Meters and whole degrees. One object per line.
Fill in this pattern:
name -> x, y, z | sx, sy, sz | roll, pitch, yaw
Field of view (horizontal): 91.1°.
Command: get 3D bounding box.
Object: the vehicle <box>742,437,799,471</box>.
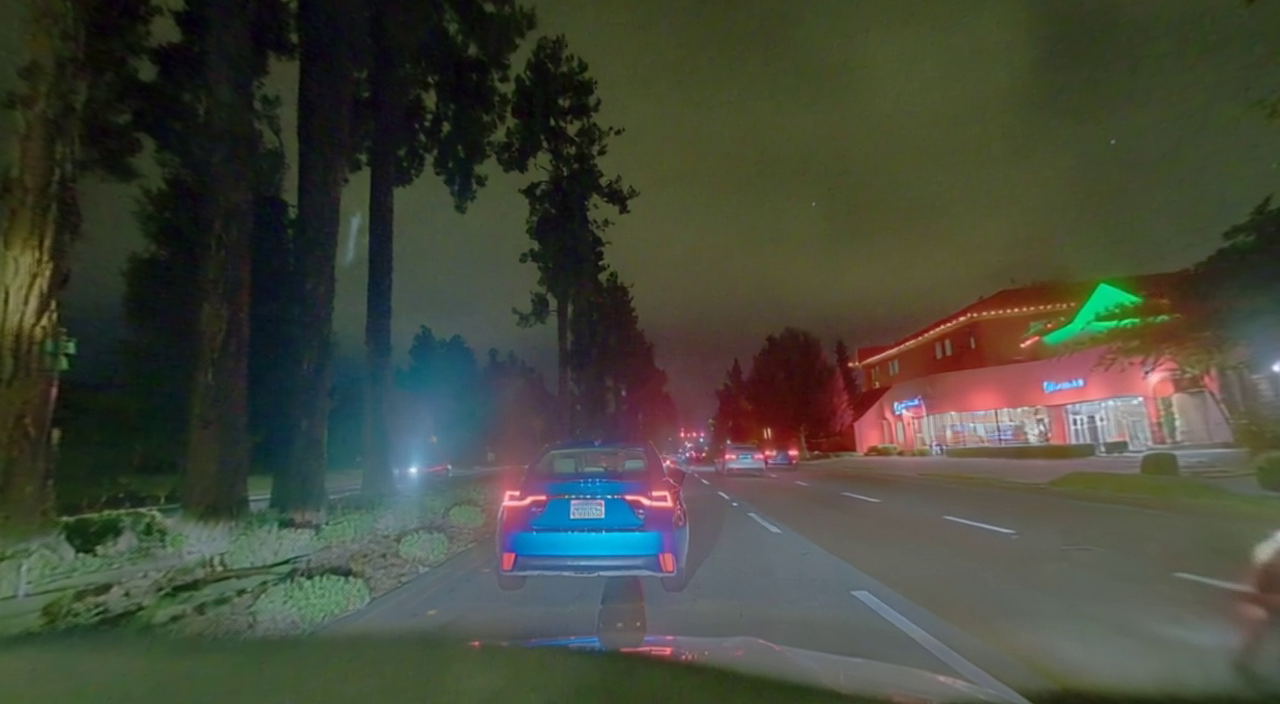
vehicle -> 7.652, 6.030, 37.399 | 2.253, 1.854, 5.409 | 0, -9, 0

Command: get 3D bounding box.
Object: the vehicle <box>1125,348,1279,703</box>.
vehicle -> 3.508, 0.593, 1.054 | 1.971, 1.637, 4.317 | 0, -9, 2

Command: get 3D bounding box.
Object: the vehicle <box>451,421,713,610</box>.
vehicle -> -0.471, 1.627, 7.155 | 2.111, 1.506, 4.018 | 0, -9, 0

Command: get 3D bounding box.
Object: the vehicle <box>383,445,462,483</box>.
vehicle -> -11.912, 6.180, 34.972 | 2.257, 1.904, 5.751 | 0, -9, 1

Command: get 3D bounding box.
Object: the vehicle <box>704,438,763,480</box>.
vehicle -> 3.967, 4.597, 27.271 | 1.946, 1.648, 4.230 | 0, -9, 0
